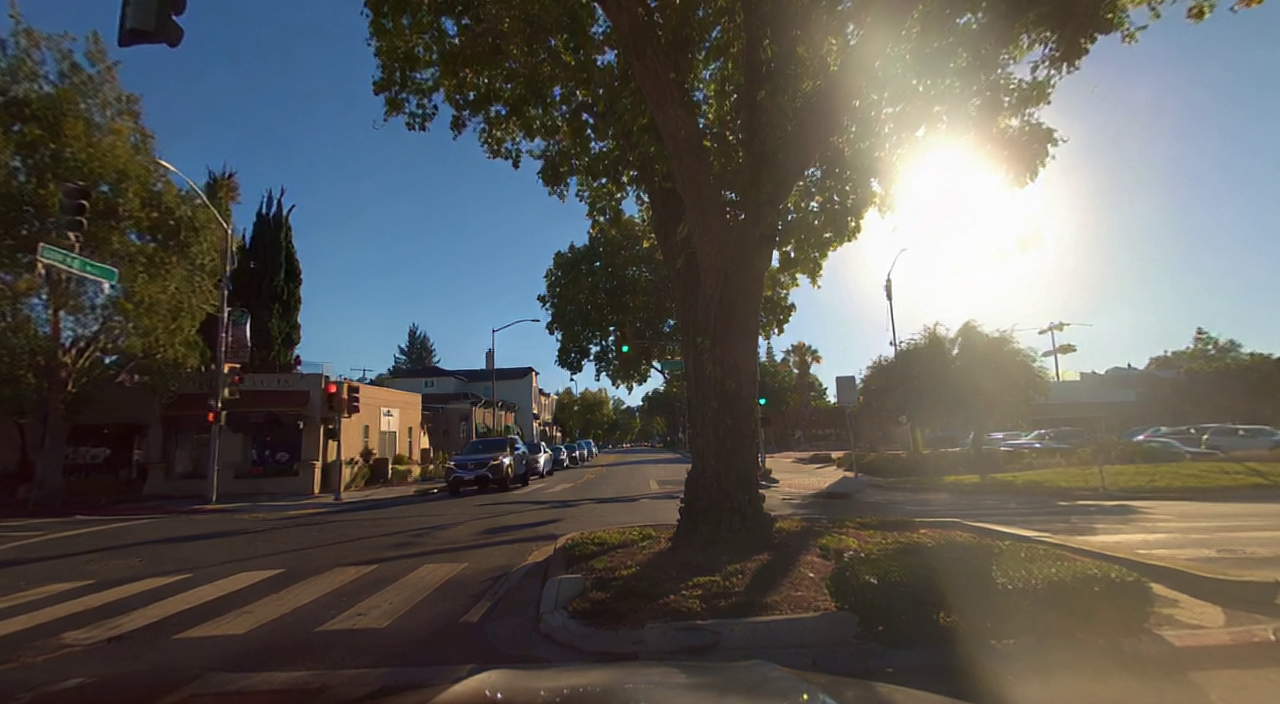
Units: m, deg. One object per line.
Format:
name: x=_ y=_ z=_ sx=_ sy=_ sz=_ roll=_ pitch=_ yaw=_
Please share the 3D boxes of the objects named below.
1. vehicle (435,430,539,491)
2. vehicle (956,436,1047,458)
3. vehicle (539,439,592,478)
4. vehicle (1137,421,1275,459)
vehicle: x=-6.526 y=4.769 z=28.264 sx=2.896 sy=2.339 sz=7.322 roll=0 pitch=-9 yaw=-1
vehicle: x=25.012 y=6.591 z=43.825 sx=5.172 sy=1.515 sz=1.851 roll=0 pitch=-9 yaw=-2
vehicle: x=-3.669 y=5.319 z=31.862 sx=2.120 sy=1.783 sz=4.788 roll=0 pitch=-9 yaw=-1
vehicle: x=33.257 y=5.191 z=37.224 sx=5.969 sy=2.149 sz=2.331 roll=0 pitch=-9 yaw=-3
